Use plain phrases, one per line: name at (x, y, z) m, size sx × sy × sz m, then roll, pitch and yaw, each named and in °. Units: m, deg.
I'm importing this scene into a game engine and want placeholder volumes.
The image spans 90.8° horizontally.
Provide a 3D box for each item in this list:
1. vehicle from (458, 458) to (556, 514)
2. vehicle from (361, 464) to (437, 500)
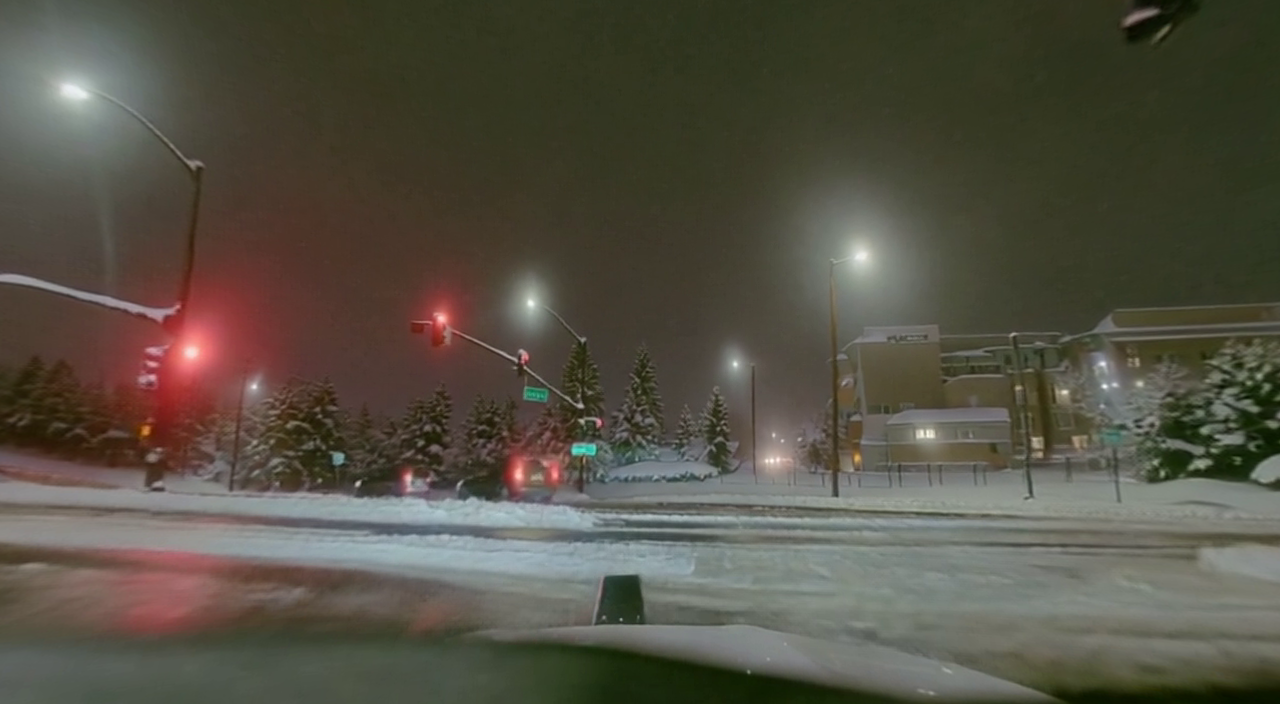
vehicle at (-4.283, 4.119, 19.918) m, size 2.048 × 1.516 × 3.874 m, roll 4°, pitch -10°, yaw -27°
vehicle at (-12.127, 6.479, 31.701) m, size 3.852 × 1.605 × 2.007 m, roll -9°, pitch -13°, yaw 43°
